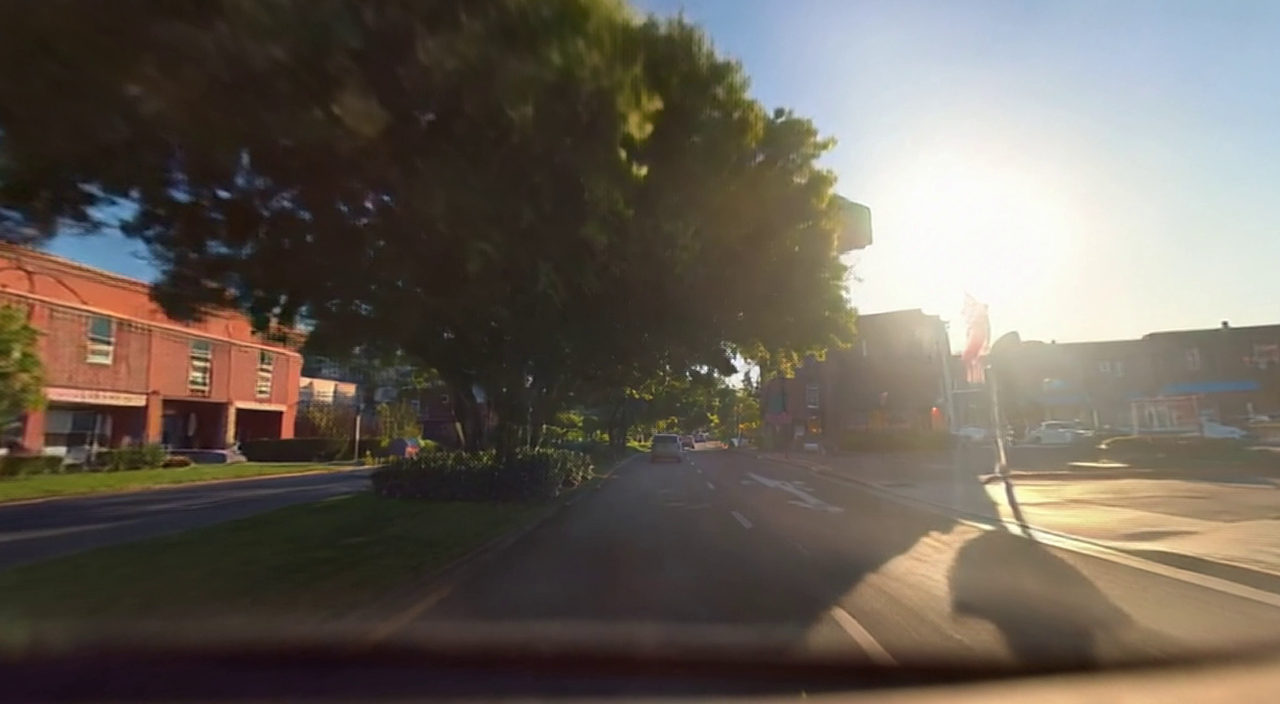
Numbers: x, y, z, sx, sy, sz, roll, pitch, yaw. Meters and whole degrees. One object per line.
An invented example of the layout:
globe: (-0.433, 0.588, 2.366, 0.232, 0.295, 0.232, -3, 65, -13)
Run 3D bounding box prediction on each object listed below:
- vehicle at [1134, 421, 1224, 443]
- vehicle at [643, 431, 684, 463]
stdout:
vehicle: (38.547, 5.744, 45.095, 4.637, 1.477, 1.823, -1, -8, 4)
vehicle: (1.473, 5.611, 37.299, 2.235, 1.719, 4.292, 1, -8, 4)
